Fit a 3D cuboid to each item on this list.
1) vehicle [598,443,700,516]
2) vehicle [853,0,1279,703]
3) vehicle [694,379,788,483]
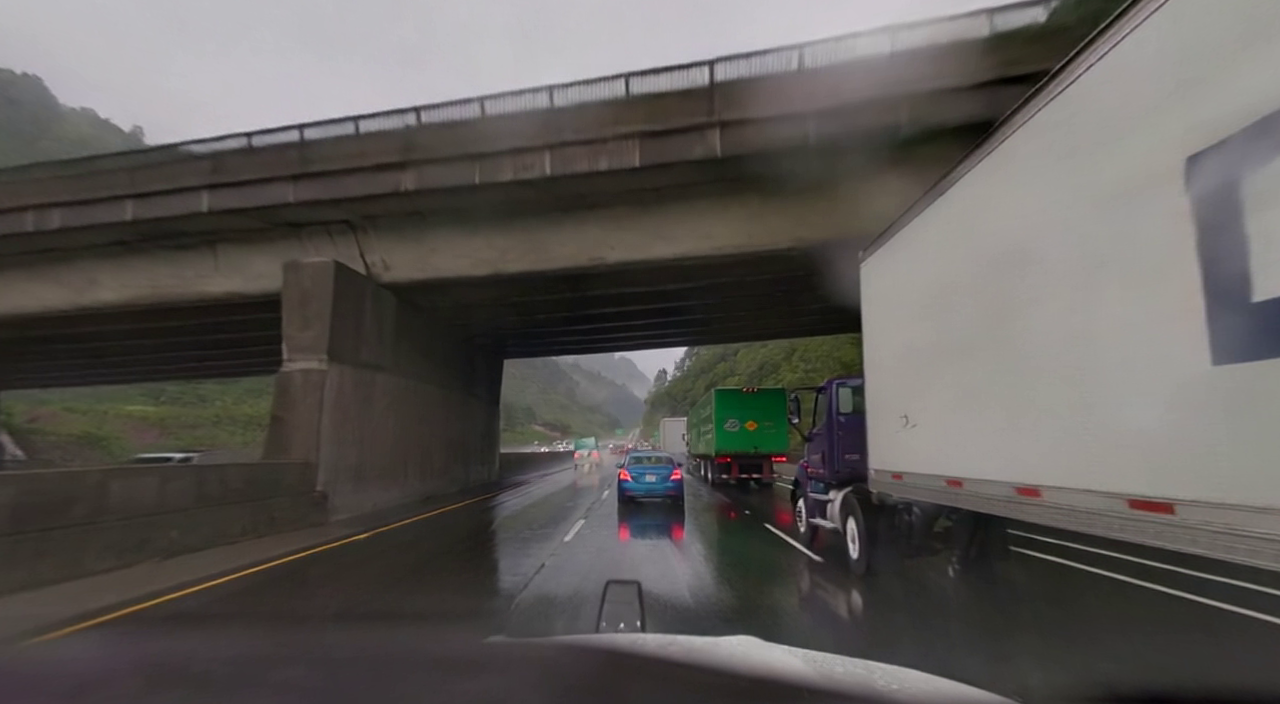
[{"bbox_3d":[0.178,2.837,14.506,2.029,1.437,3.794,0,-9,0],"label":"vehicle"},{"bbox_3d":[4.079,-0.187,2.347,2.884,3.930,10.206,0,-9,0],"label":"vehicle"},{"bbox_3d":[4.337,3.764,29.183,2.801,4.039,8.684,0,-9,-1],"label":"vehicle"}]
